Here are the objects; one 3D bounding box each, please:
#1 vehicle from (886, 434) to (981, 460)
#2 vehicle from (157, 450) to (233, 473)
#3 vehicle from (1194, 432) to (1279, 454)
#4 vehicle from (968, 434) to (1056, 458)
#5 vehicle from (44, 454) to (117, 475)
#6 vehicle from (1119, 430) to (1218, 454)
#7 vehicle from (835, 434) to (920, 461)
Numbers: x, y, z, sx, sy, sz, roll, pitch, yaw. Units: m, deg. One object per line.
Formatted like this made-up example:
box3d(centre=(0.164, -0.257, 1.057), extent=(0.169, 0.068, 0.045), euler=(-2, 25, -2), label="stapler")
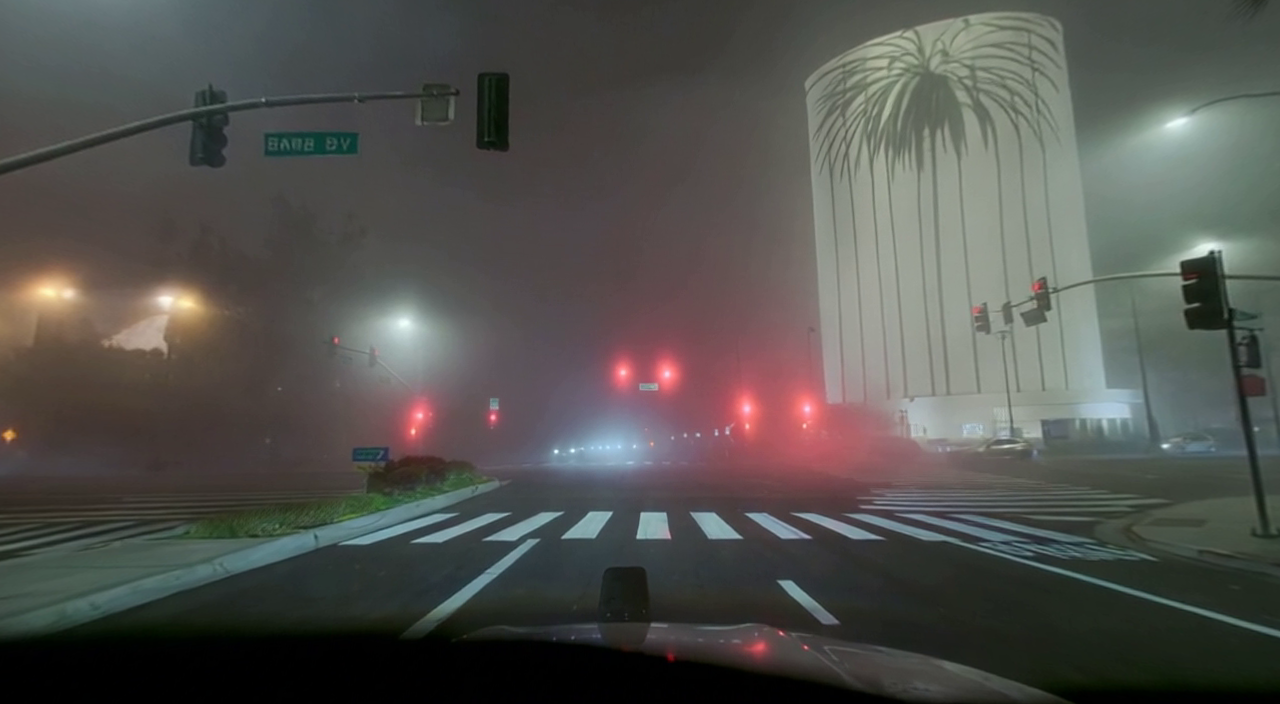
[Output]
box3d(centre=(17.121, 5.558, 36.888), extent=(4.684, 1.461, 1.777), euler=(0, -8, -1), label="vehicle")
box3d(centre=(-32.893, 8.100, 46.641), extent=(4.136, 1.661, 1.857), euler=(0, -8, 1), label="vehicle")
box3d(centre=(42.325, 6.446, 44.619), extent=(4.437, 1.469, 1.811), euler=(0, -8, 0), label="vehicle")
box3d(centre=(23.742, 6.028, 40.355), extent=(4.423, 1.465, 1.798), euler=(0, -8, 1), label="vehicle")
box3d(centre=(-41.396, 8.317, 46.700), extent=(3.698, 1.467, 1.779), euler=(0, -8, 1), label="vehicle")
box3d(centre=(33.392, 5.727, 39.921), extent=(4.567, 1.458, 1.791), euler=(0, -8, 2), label="vehicle")
box3d(centre=(15.236, 6.139, 40.616), extent=(4.648, 1.665, 1.910), euler=(0, -8, -1), label="vehicle")
